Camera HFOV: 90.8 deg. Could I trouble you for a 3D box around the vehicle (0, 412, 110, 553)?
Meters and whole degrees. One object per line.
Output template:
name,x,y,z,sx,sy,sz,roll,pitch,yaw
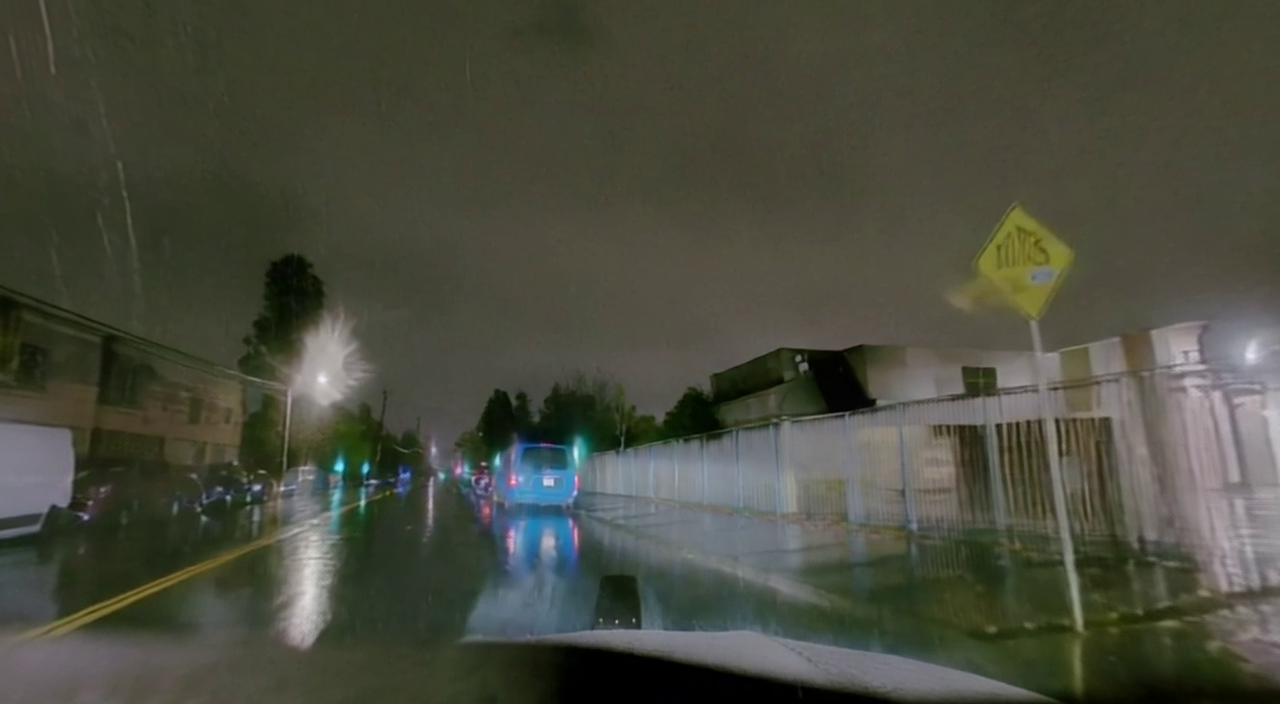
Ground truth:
vehicle,-12.286,2.478,11.420,2.435,2.308,4.937,-2,-11,-19

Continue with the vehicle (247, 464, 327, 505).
vehicle,-19.008,7.104,34.348,2.504,1.919,5.658,3,-10,-16

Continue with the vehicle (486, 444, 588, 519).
vehicle,-3.524,4.074,20.497,2.327,2.021,5.850,3,-10,-18

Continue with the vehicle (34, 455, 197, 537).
vehicle,-14.018,3.805,17.237,1.857,1.908,4.081,3,-10,-18

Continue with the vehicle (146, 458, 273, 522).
vehicle,-15.846,5.023,23.711,2.304,1.937,5.720,1,-9,-18
